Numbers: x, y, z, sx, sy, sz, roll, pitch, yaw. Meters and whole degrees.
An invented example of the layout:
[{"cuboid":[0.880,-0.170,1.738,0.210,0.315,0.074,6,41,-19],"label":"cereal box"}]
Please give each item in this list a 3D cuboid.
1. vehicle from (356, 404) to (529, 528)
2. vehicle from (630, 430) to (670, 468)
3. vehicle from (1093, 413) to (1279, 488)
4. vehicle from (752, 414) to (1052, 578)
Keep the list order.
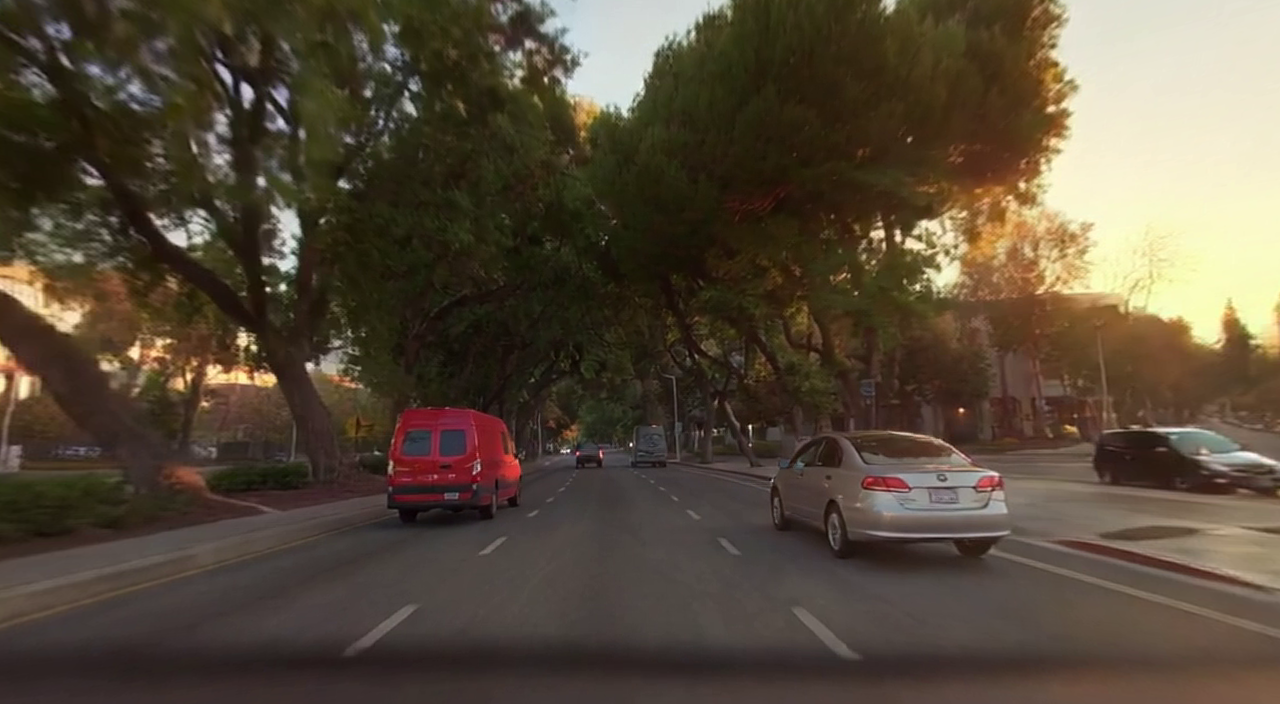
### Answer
[{"cuboid":[-3.969,2.397,13.746,2.420,2.227,4.499,0,-9,-2],"label":"vehicle"},{"cuboid":[0.633,7.015,45.780,2.397,2.566,5.324,1,-9,-5],"label":"vehicle"},{"cuboid":[13.551,2.302,14.879,4.117,1.627,2.086,0,-9,-3],"label":"vehicle"},{"cuboid":[3.113,1.827,8.855,2.087,1.658,4.612,0,-9,-2],"label":"vehicle"}]
